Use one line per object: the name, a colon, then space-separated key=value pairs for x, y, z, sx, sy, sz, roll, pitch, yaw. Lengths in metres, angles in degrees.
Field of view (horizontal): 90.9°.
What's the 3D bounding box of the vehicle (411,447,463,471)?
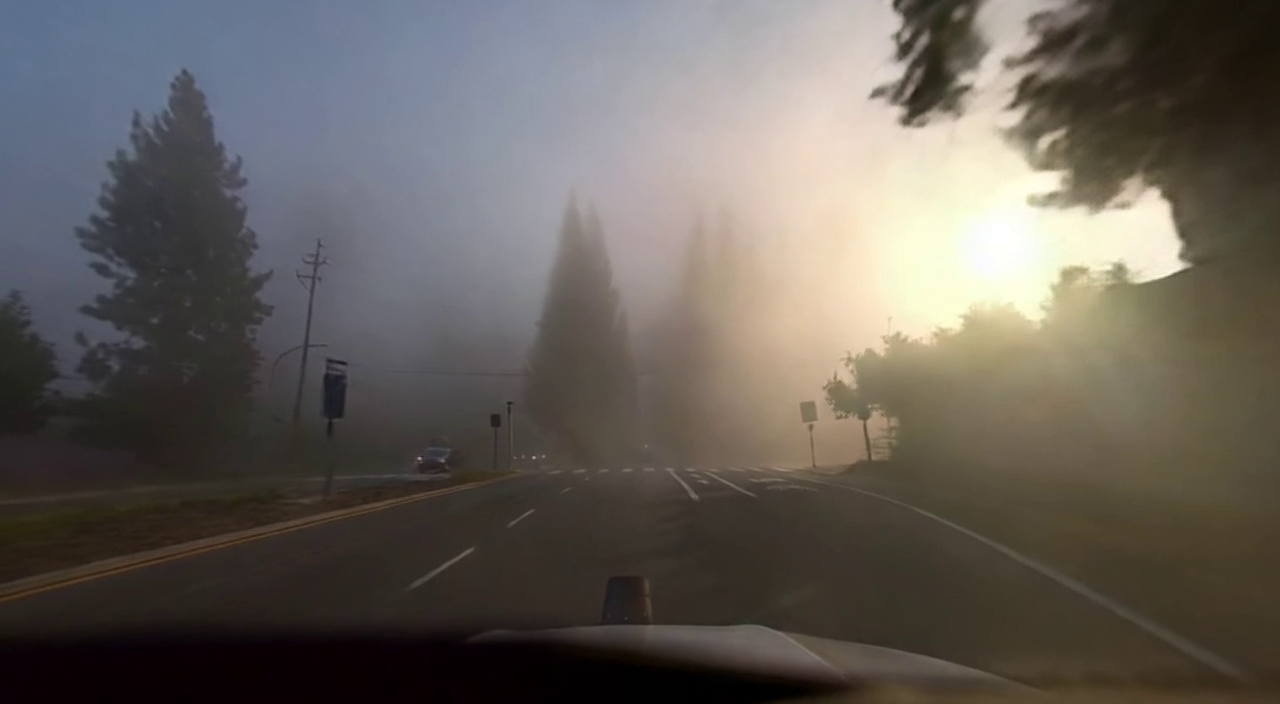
vehicle: x=-13.511 y=7.129 z=42.232 sx=1.883 sy=1.484 sz=4.464 roll=0 pitch=-8 yaw=1
